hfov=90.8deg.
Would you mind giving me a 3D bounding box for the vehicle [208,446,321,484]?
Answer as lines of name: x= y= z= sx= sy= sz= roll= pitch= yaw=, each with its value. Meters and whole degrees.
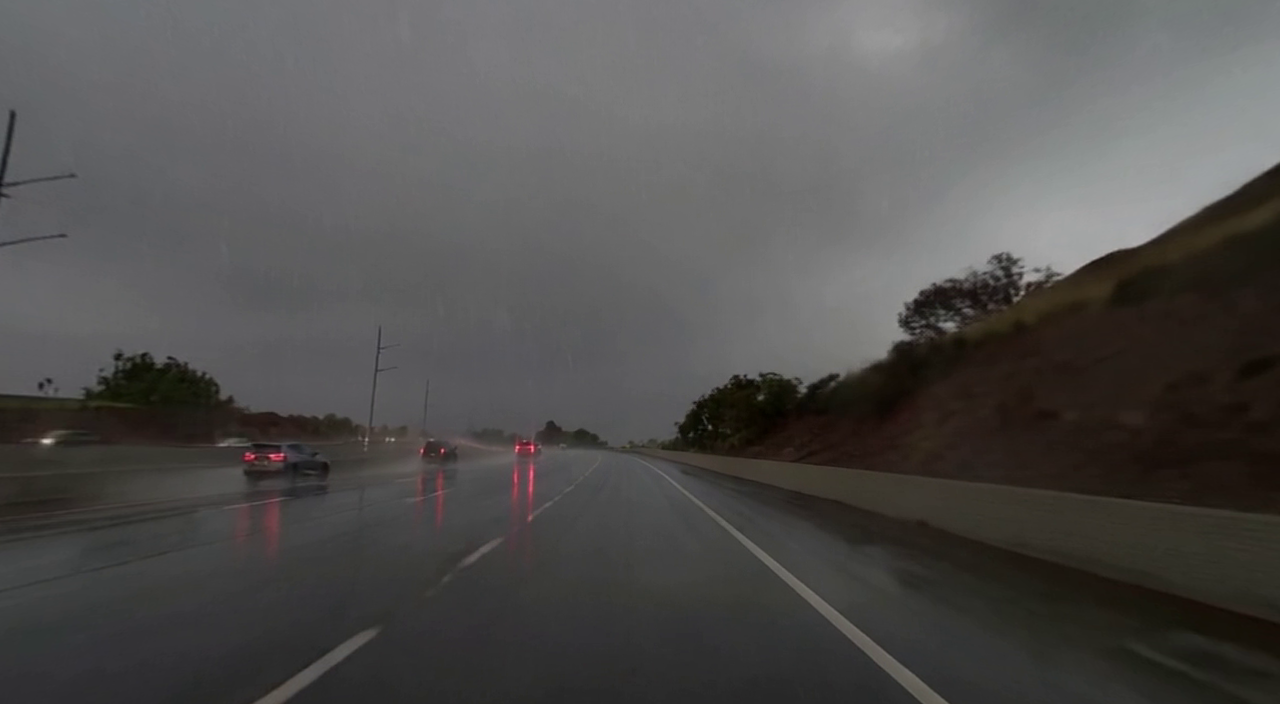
vehicle: x=-15.573 y=4.690 z=26.540 sx=1.955 sy=1.429 sz=4.575 roll=0 pitch=-9 yaw=-1
